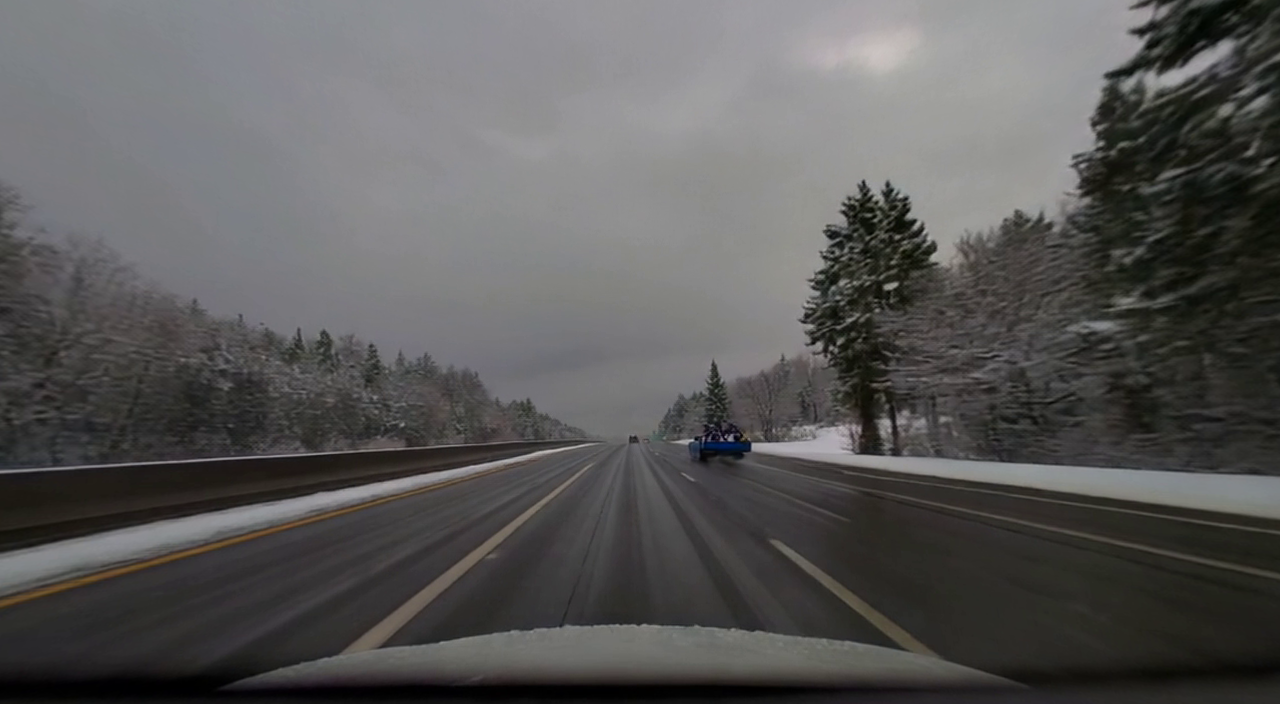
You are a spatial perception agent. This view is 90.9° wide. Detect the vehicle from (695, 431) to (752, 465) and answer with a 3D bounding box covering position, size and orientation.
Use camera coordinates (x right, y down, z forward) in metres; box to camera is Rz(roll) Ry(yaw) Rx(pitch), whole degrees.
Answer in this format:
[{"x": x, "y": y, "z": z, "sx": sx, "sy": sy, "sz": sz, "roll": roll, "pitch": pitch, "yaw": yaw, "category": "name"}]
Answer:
[{"x": 3.721, "y": 4.371, "z": 28.867, "sx": 1.911, "sy": 1.449, "sz": 3.776, "roll": 0, "pitch": -8, "yaw": -3, "category": "vehicle"}]
